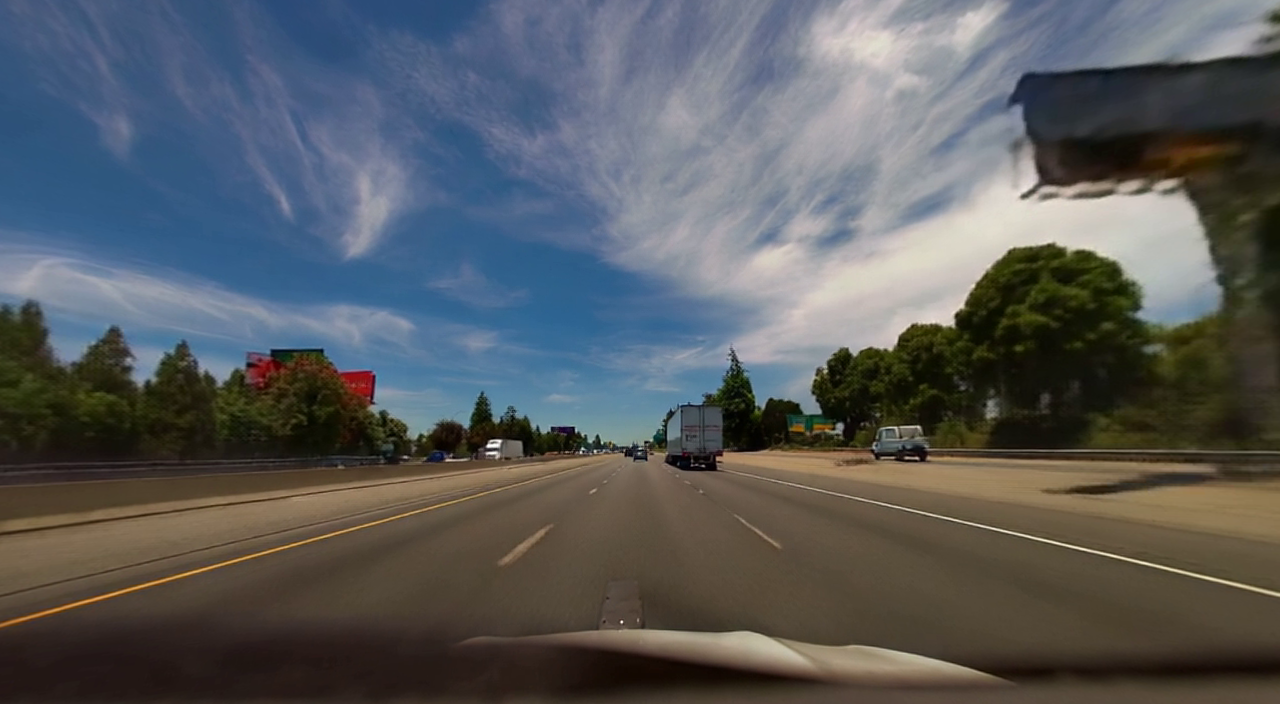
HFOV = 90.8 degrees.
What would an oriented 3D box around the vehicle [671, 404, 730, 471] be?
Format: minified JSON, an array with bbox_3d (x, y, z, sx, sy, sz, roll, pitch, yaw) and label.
[{"bbox_3d":[4.247,6.487,47.316,3.058,4.312,12.251,0,-9,0],"label":"vehicle"}]
